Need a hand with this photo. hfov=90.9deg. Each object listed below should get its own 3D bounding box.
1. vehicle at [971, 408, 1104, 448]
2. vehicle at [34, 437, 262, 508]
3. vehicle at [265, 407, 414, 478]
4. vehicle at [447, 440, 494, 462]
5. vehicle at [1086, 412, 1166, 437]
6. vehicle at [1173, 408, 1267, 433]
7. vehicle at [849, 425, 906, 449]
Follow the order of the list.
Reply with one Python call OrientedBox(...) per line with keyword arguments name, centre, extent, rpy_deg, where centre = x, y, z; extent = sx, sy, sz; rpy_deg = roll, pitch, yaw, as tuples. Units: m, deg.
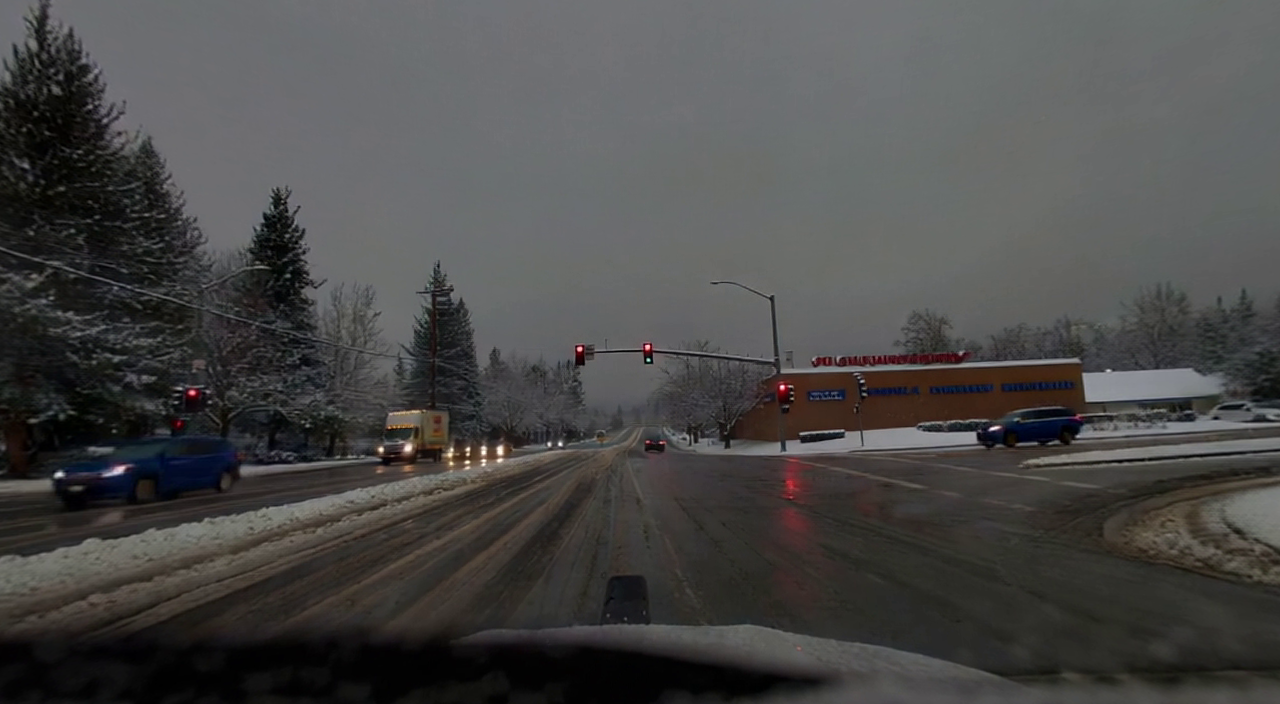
OrientedBox(name="vehicle", centre=(17.622, 3.415, 28.094), extent=(4.566, 1.670, 2.000), rpy_deg=(0, -8, -2))
OrientedBox(name="vehicle", centre=(-11.824, 2.893, 15.691), extent=(1.996, 1.489, 4.566), rpy_deg=(0, -8, 0))
OrientedBox(name="vehicle", centre=(-16.618, 5.230, 36.259), extent=(3.161, 3.455, 11.058), rpy_deg=(0, -8, 0))
OrientedBox(name="vehicle", centre=(-12.087, 7.104, 45.297), extent=(1.996, 1.482, 4.772), rpy_deg=(0, -8, 0))
OrientedBox(name="vehicle", centre=(31.380, 4.728, 40.810), extent=(1.823, 1.480, 4.003), rpy_deg=(0, -8, -3))
OrientedBox(name="vehicle", centre=(38.375, 4.599, 41.887), extent=(1.715, 1.480, 4.701), rpy_deg=(0, -8, -1))
OrientedBox(name="vehicle", centre=(17.470, 6.257, 46.454), extent=(3.329, 1.415, 1.821), rpy_deg=(-6, -9, 2))
